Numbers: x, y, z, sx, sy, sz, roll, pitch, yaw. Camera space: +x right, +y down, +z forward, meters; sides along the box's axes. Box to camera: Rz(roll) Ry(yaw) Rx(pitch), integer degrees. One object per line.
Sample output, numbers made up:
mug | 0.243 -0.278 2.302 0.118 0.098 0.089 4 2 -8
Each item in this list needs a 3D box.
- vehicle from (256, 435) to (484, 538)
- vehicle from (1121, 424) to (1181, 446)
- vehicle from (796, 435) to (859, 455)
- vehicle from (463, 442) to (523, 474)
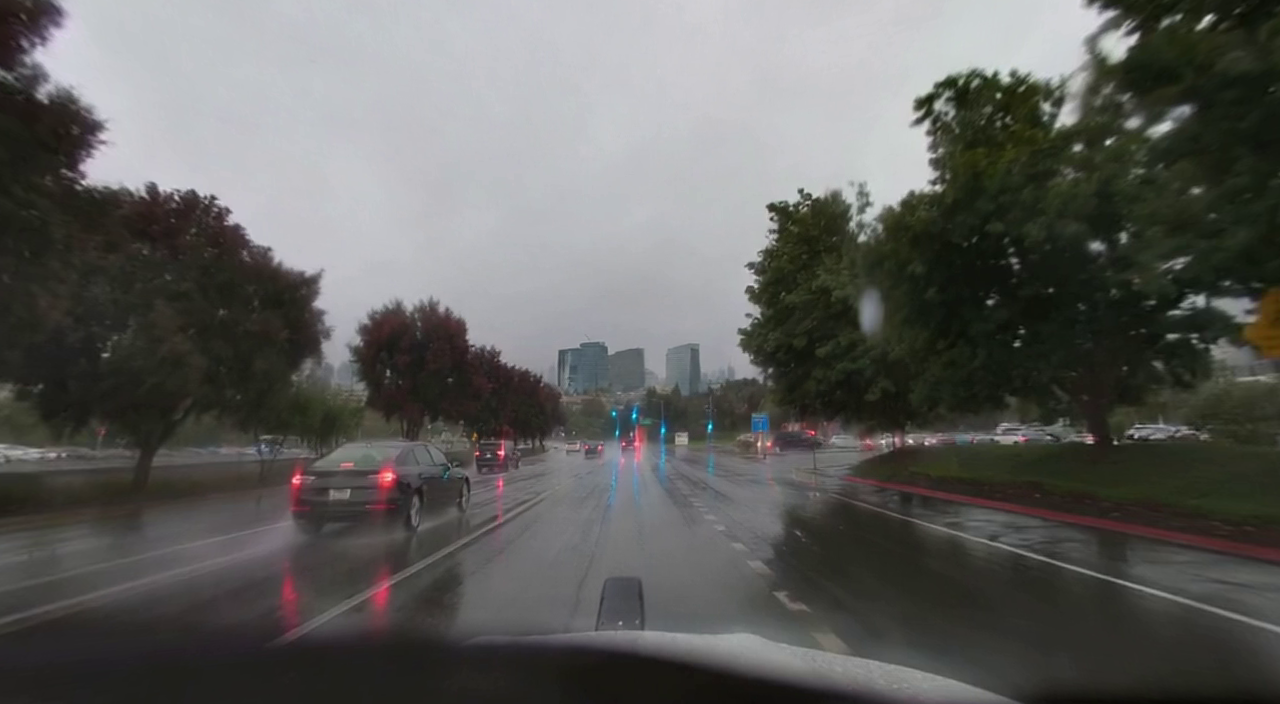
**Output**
vehicle | -4.532 2.308 11.562 1.920 1.480 4.549 -1 -8 4
vehicle | 39.766 6.487 49.132 4.191 1.660 2.091 5 -10 -30
vehicle | 14.502 7.208 48.820 4.505 1.472 2.020 4 -10 -27
vehicle | -7.235 5.235 31.523 1.852 1.458 4.422 0 -8 1
